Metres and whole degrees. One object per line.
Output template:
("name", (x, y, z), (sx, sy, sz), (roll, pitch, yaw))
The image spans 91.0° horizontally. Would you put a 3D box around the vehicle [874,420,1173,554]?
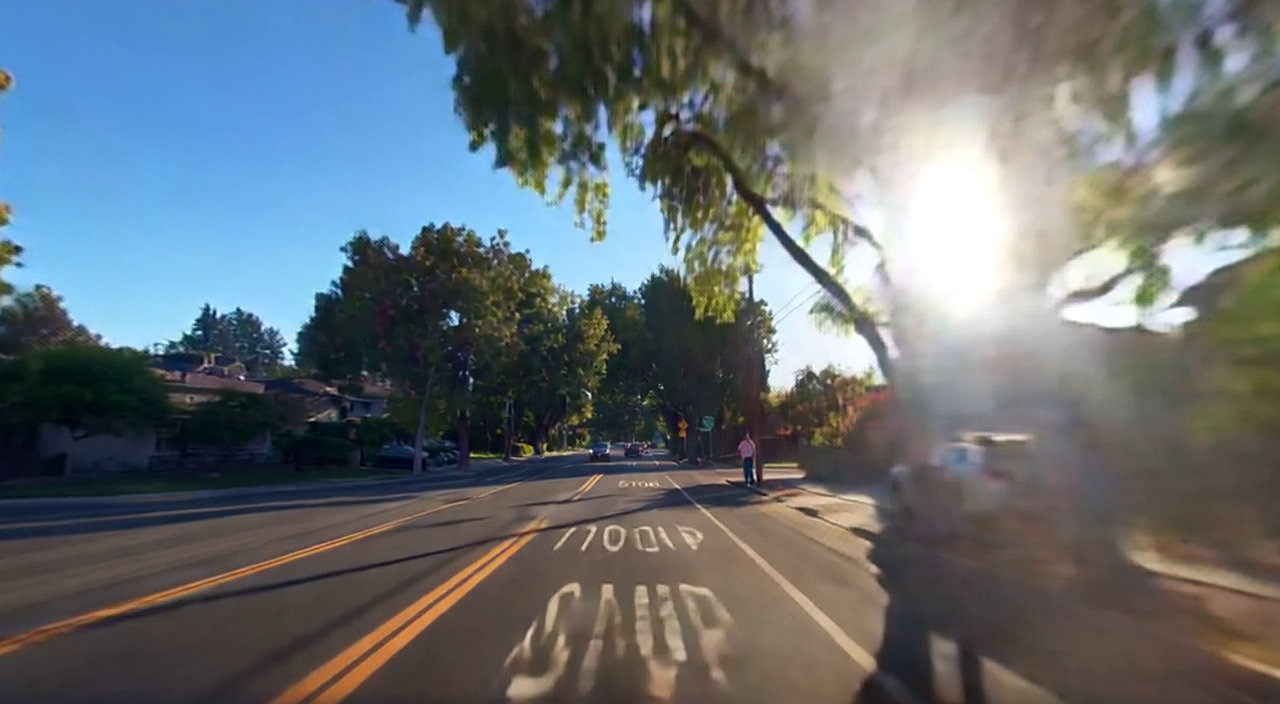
("vehicle", (5.863, 2.112, 10.556), (2.096, 1.713, 4.606), (0, -9, 0))
